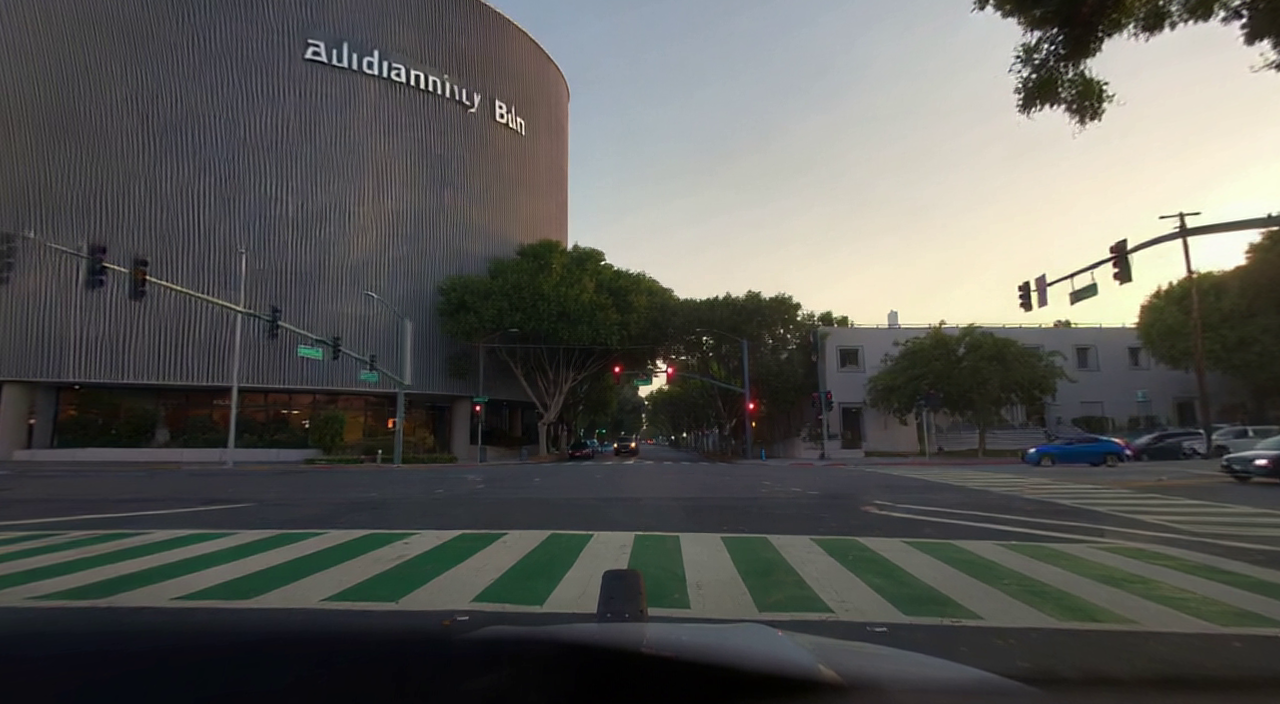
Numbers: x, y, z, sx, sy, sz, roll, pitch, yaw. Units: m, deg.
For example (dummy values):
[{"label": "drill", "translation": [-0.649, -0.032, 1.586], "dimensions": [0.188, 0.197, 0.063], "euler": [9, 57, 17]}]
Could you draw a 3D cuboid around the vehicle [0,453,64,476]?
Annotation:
[{"label": "vehicle", "translation": [-41.738, 7.623, 42.688], "dimensions": [3.698, 1.467, 1.779], "euler": [0, -8, 1]}]

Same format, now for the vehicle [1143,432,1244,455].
[{"label": "vehicle", "translation": [36.152, 6.022, 41.259], "dimensions": [4.767, 1.456, 1.858], "euler": [0, -8, 2]}]

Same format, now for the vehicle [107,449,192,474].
[{"label": "vehicle", "translation": [-33.155, 7.397, 42.691], "dimensions": [4.136, 1.661, 1.857], "euler": [0, -8, 1]}]

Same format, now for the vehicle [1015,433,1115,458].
[{"label": "vehicle", "translation": [25.542, 5.628, 37.992], "dimensions": [4.529, 1.457, 1.981], "euler": [-1, -8, 4]}]
